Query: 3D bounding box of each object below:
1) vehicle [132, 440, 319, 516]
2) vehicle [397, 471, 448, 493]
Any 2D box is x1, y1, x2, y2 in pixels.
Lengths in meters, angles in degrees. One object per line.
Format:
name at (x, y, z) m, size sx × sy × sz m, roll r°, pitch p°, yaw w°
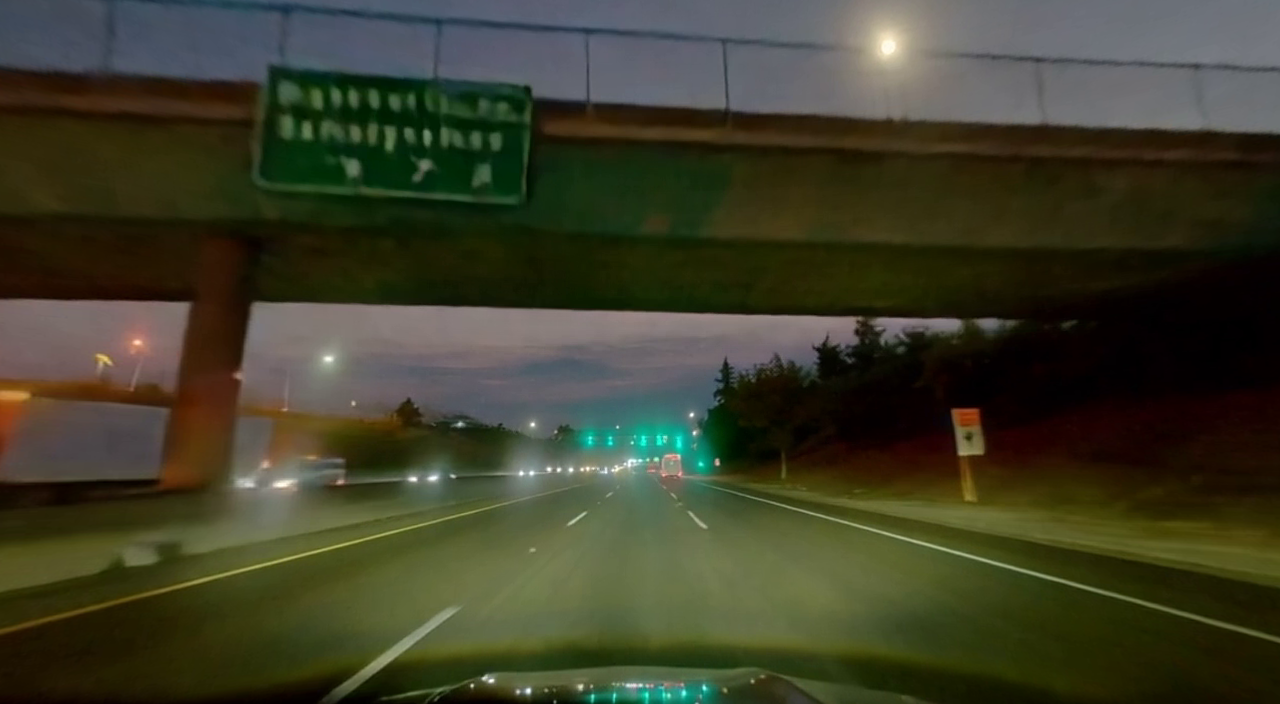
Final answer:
vehicle at (-15.603, 4.830, 24.486) m, size 2.534 × 2.481 × 6.817 m, roll 1°, pitch -10°, yaw 0°
vehicle at (-15.685, 9.358, 45.588) m, size 2.087 × 1.459 × 4.210 m, roll 1°, pitch -10°, yaw 1°
